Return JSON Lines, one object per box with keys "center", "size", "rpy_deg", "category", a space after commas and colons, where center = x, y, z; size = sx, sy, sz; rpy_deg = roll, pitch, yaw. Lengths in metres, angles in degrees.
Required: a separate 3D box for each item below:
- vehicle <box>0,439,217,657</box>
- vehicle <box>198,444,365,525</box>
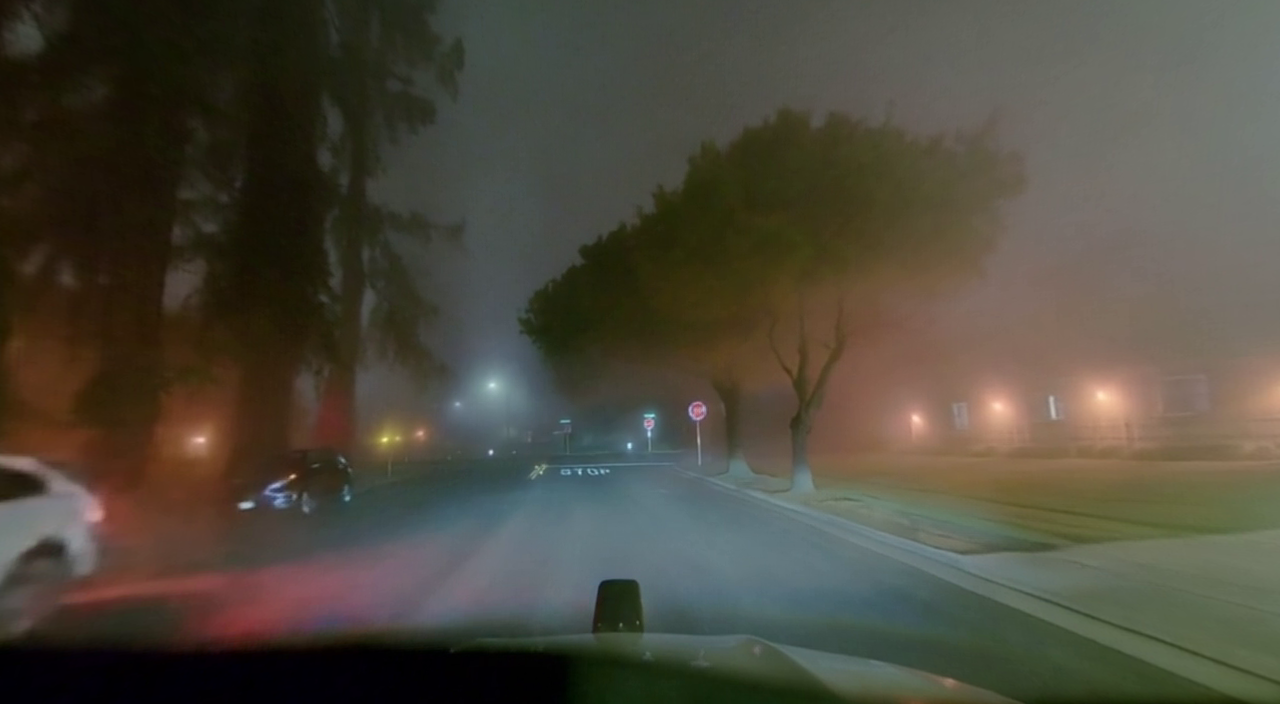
{"center": [-5.556, 1.332, 4.122], "size": [2.146, 1.506, 4.885], "rpy_deg": [0, -8, 1], "category": "vehicle"}
{"center": [-8.496, 3.104, 15.521], "size": [1.994, 1.656, 4.334], "rpy_deg": [1, -8, -7], "category": "vehicle"}
